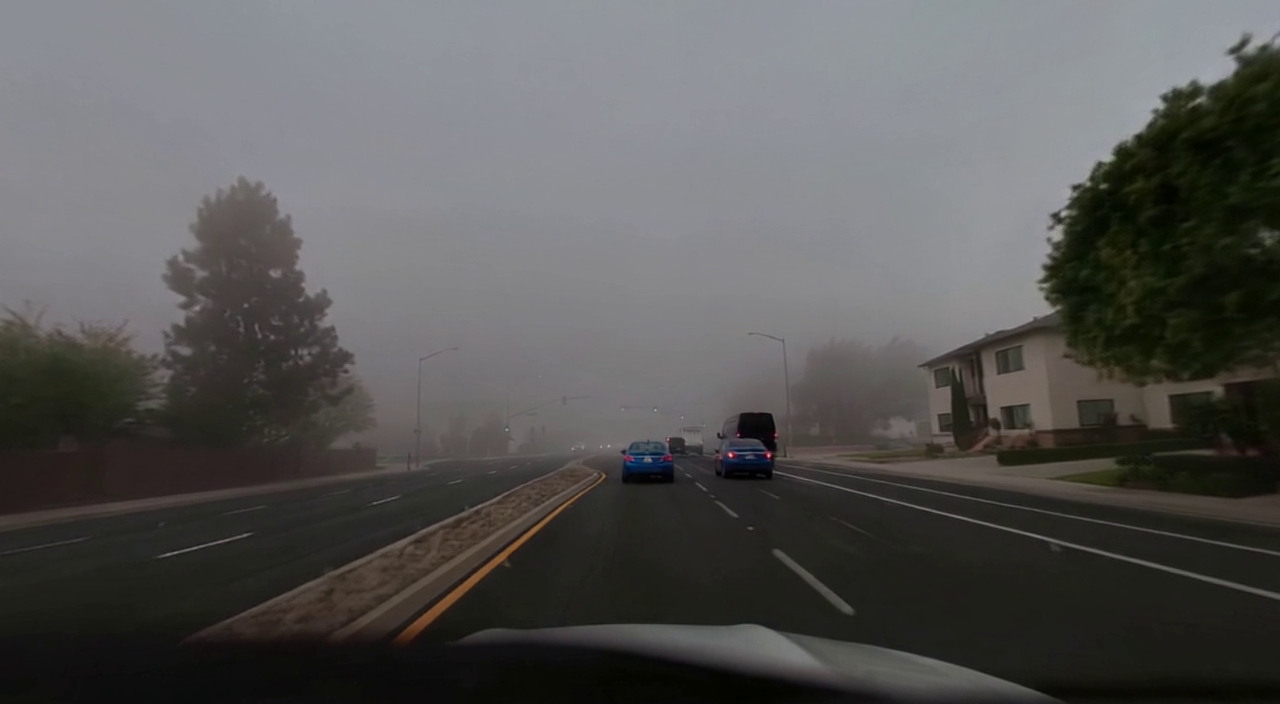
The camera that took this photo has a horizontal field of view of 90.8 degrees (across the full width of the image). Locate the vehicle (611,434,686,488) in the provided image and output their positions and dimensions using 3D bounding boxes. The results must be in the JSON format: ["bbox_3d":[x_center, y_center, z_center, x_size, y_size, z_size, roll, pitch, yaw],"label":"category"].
[{"bbox_3d":[0.236,3.339,19.656,2.093,1.497,4.010,0,-9,0],"label":"vehicle"}]

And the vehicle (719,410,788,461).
[{"bbox_3d":[7.951,6.234,46.246,2.940,3.202,12.480,0,-9,1],"label":"vehicle"}]

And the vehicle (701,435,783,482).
[{"bbox_3d":[3.550,3.816,22.869,2.161,1.519,4.568,0,-9,0],"label":"vehicle"}]
